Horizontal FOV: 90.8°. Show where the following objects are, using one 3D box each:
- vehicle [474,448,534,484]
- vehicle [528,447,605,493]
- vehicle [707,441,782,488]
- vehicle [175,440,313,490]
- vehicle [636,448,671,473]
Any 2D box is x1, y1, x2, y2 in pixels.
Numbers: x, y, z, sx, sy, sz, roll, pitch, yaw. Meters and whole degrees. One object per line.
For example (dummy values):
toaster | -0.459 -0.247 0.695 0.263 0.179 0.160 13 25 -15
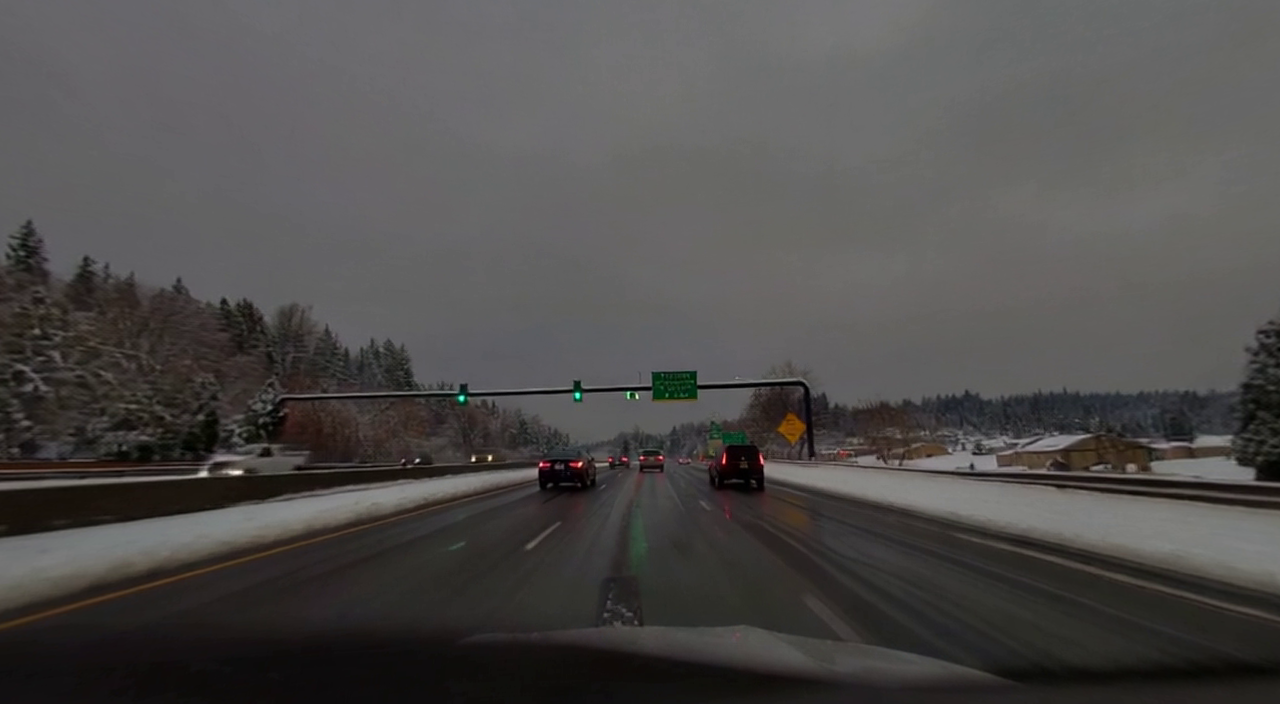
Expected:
vehicle | -6.022 5.055 28.360 1.835 1.504 3.612 0 -9 1
vehicle | -2.557 4.241 23.201 2.130 1.514 4.766 0 -9 1
vehicle | 4.116 4.527 25.741 2.320 1.735 4.408 0 -9 0
vehicle | -15.482 4.412 25.114 2.213 1.749 4.890 0 -9 2
vehicle | 1.023 7.948 46.402 2.408 1.748 4.217 0 -9 2
